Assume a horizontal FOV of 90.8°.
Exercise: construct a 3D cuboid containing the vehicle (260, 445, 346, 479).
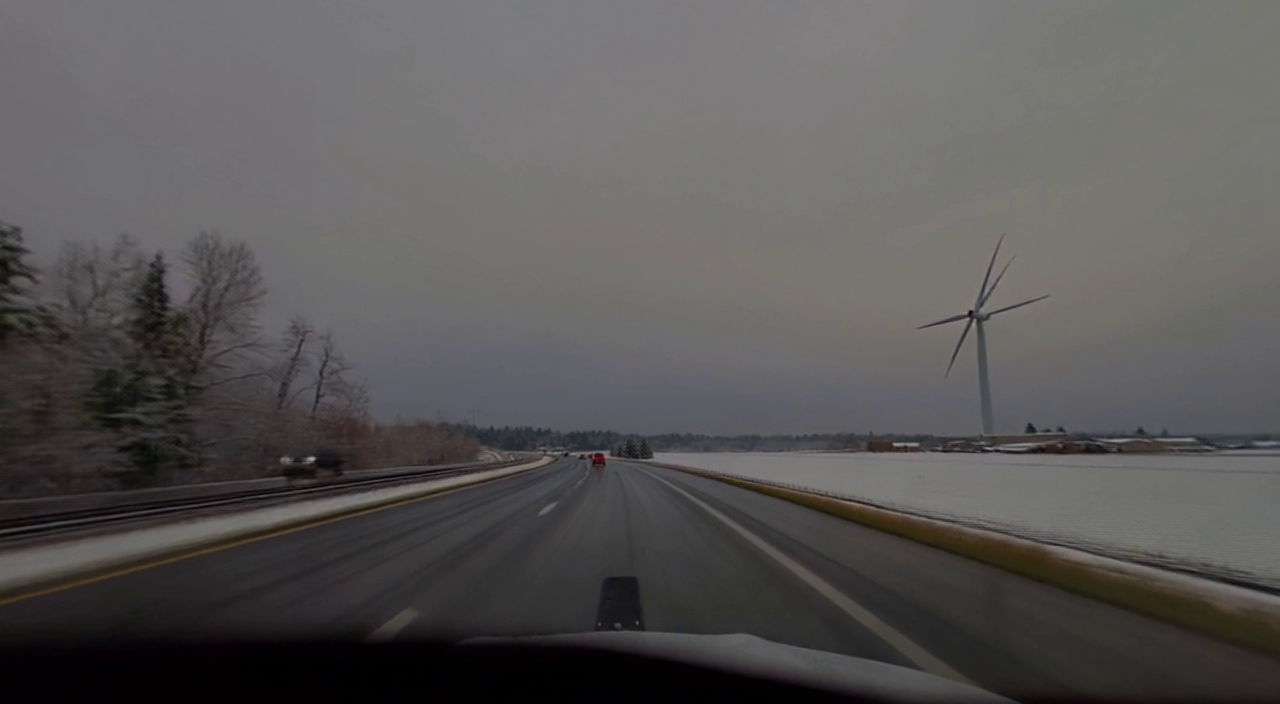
[{"bbox_3d":[-16.355,5.362,30.910,1.904,1.499,4.422,0,-9,-3],"label":"vehicle"}]
